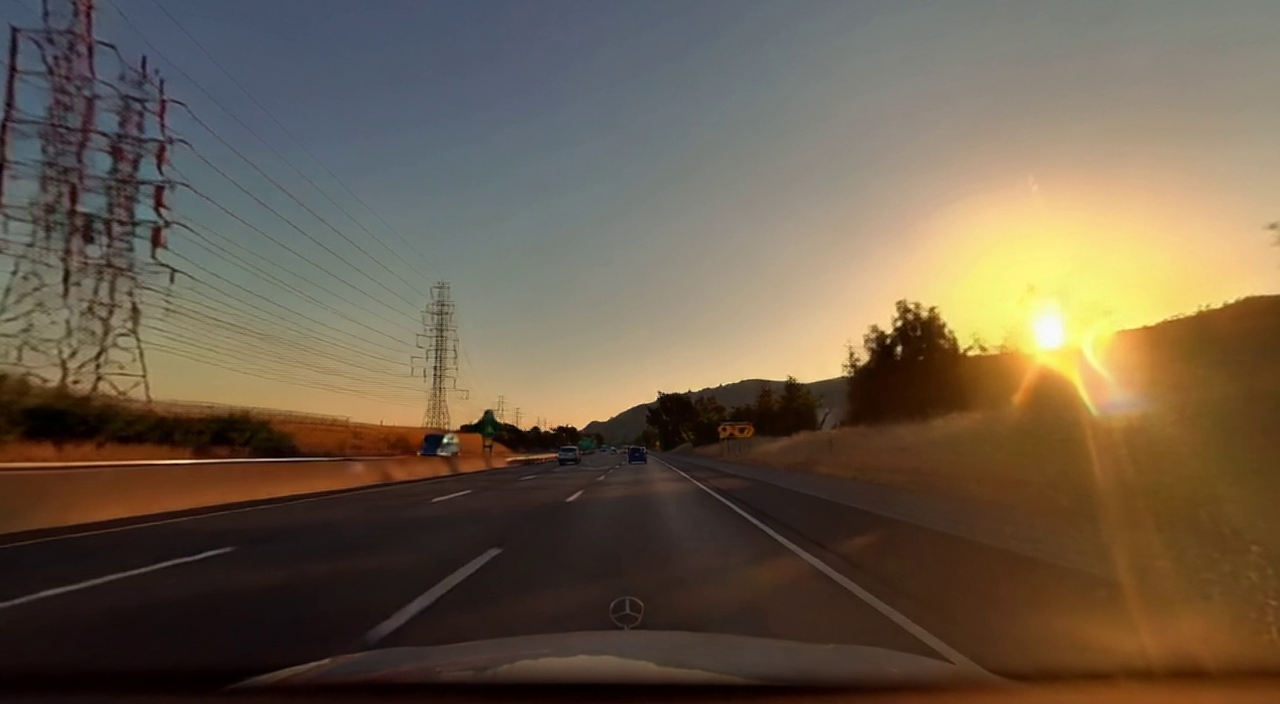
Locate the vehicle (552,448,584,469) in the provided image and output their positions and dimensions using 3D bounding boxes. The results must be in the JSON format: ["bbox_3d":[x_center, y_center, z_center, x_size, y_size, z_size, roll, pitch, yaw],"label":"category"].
[{"bbox_3d":[-5.448,8.111,48.215,1.911,1.491,3.624,-1,-9,2],"label":"vehicle"}]
